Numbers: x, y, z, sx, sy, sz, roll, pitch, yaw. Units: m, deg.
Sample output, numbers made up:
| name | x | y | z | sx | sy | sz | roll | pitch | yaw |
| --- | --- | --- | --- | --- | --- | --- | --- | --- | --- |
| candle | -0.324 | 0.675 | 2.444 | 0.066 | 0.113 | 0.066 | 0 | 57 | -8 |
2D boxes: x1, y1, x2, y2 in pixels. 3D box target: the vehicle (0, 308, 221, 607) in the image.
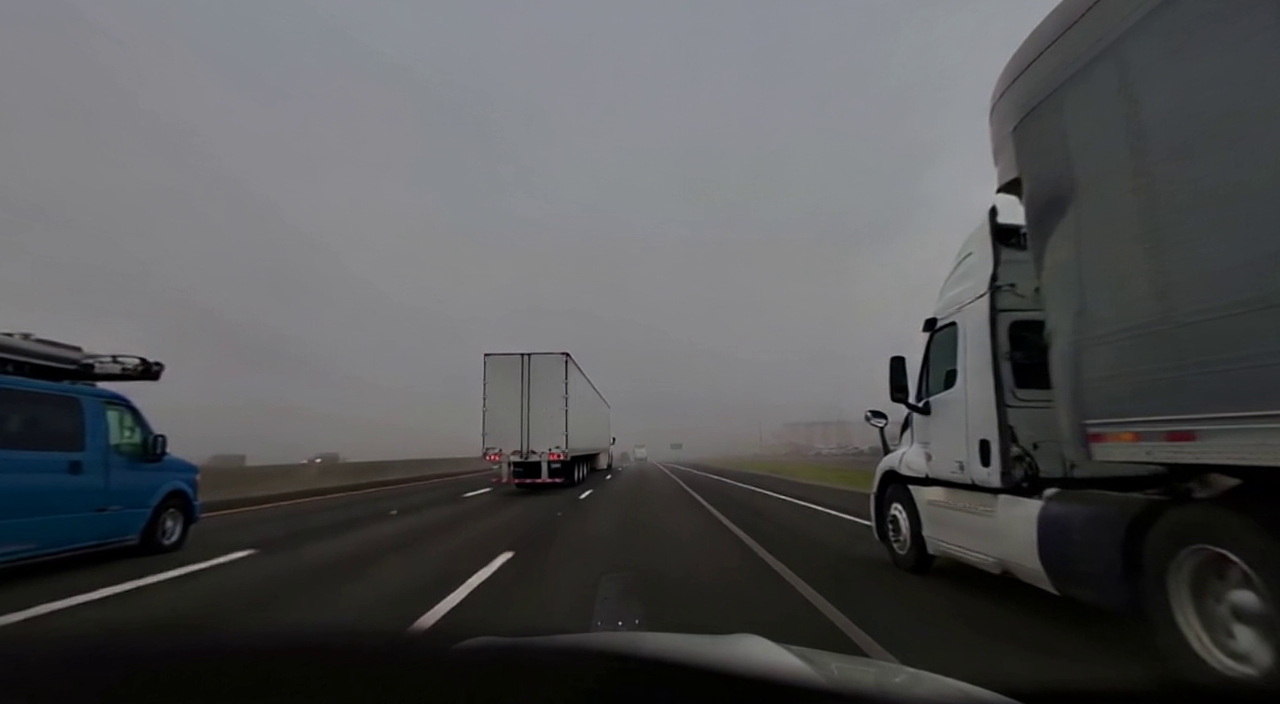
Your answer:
| name | x | y | z | sx | sy | sz | roll | pitch | yaw |
| --- | --- | --- | --- | --- | --- | --- | --- | --- | --- |
| vehicle | -6.972 | 0.923 | 5.510 | 2.385 | 2.672 | 6.049 | 0 | -9 | 0 |

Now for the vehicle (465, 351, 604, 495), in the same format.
| name | x | y | z | sx | sy | sz | roll | pitch | yaw |
| --- | --- | --- | --- | --- | --- | --- | --- | --- | --- |
| vehicle | -3.451 | 3.224 | 26.245 | 2.939 | 4.132 | 16.303 | 0 | -9 | 0 |

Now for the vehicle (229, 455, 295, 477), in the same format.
| name | x | y | z | sx | sy | sz | roll | pitch | yaw |
| --- | --- | --- | --- | --- | --- | --- | --- | --- | --- |
| vehicle | -27.429 | 8.241 | 45.989 | 1.802 | 1.455 | 4.803 | 0 | -9 | 1 |
